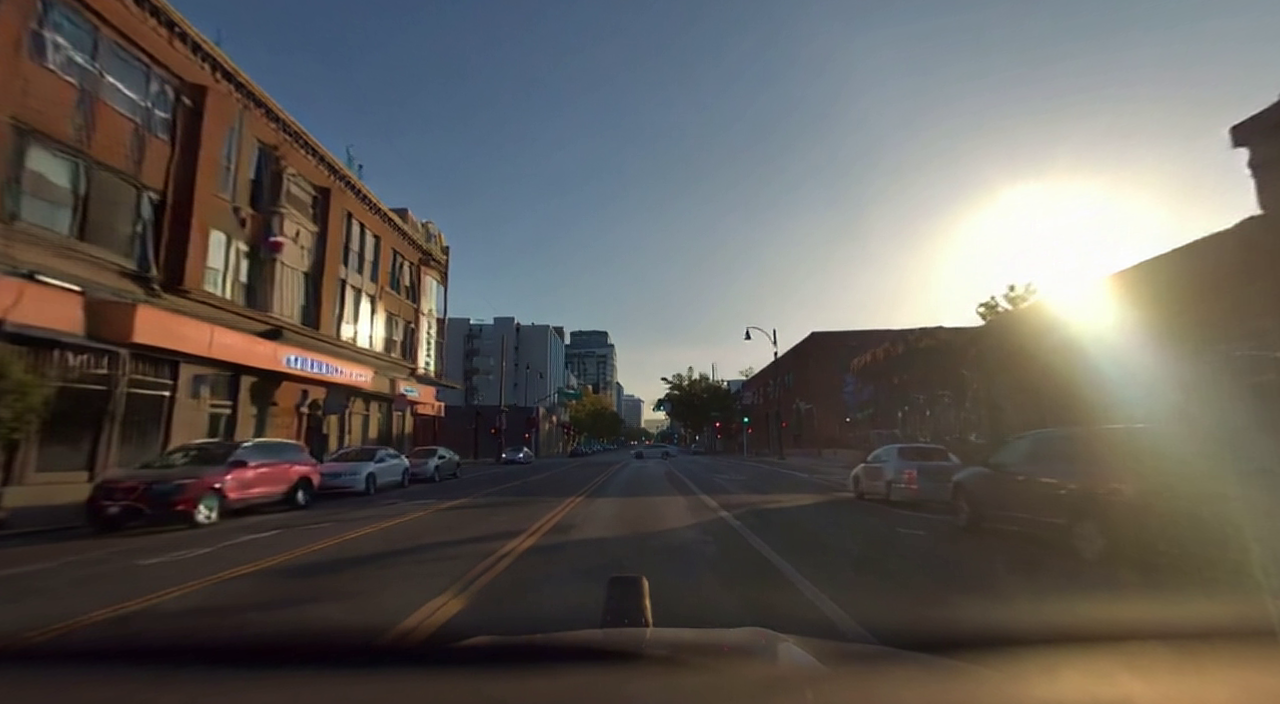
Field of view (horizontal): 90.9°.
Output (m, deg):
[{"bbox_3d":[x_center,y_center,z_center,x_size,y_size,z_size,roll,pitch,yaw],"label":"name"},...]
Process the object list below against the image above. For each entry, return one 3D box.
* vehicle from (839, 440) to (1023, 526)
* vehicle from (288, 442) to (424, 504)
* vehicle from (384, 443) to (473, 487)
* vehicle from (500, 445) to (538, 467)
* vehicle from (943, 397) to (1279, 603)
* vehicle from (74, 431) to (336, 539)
[{"bbox_3d":[6.139,2.774,14.054,1.989,1.571,4.607,0,-8,1],"label":"vehicle"},{"bbox_3d":[-8.891,3.792,20.350,2.004,1.709,4.941,0,-8,1],"label":"vehicle"},{"bbox_3d":[-8.646,4.640,26.300,1.961,1.627,4.634,-1,-8,2],"label":"vehicle"},{"bbox_3d":[-8.849,7.620,46.342,1.908,1.529,4.522,0,-8,-1],"label":"vehicle"},{"bbox_3d":[5.941,1.668,8.075,1.922,1.871,4.477,0,-8,1],"label":"vehicle"},{"bbox_3d":[-8.821,2.704,13.531,2.140,1.861,4.801,-1,-9,1],"label":"vehicle"}]
